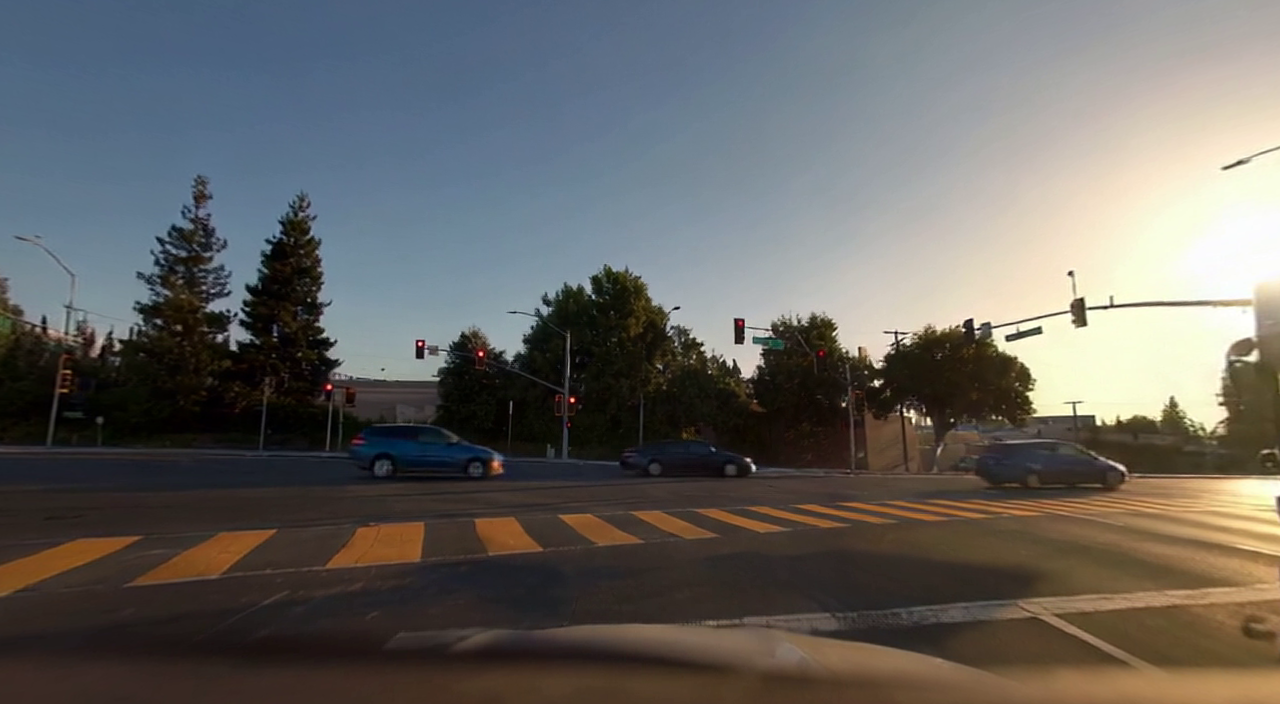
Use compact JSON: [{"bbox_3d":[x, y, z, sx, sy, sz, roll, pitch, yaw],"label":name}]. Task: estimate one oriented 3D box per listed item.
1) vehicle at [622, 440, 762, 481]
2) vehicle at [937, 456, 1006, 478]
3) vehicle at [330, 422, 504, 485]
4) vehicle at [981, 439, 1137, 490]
[{"bbox_3d":[2.052,4.280,25.166,5.203,1.488,1.907,2,-9,-17],"label":"vehicle"},{"bbox_3d":[24.222,8.403,46.056,4.431,1.464,1.812,3,-9,-19],"label":"vehicle"},{"bbox_3d":[-6.564,3.016,18.931,4.626,1.710,1.891,2,-9,-17],"label":"vehicle"},{"bbox_3d":[14.986,3.996,22.570,5.014,1.675,1.906,4,-9,-19],"label":"vehicle"}]
